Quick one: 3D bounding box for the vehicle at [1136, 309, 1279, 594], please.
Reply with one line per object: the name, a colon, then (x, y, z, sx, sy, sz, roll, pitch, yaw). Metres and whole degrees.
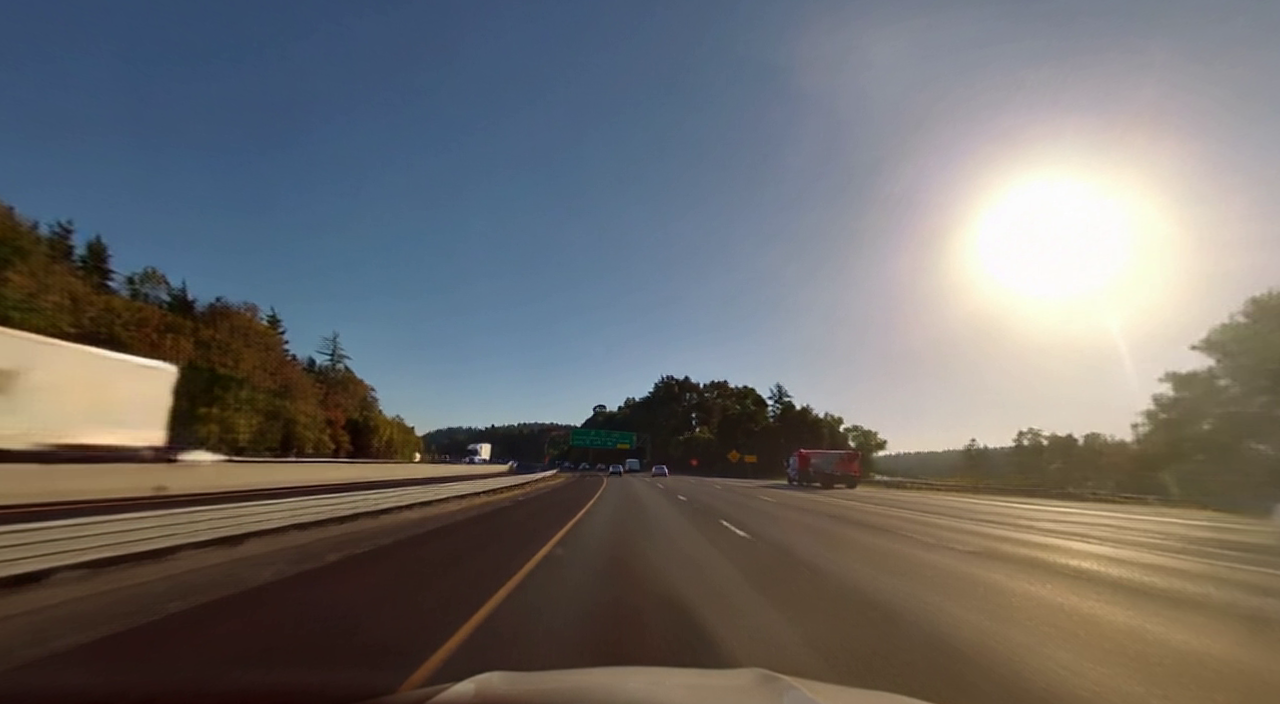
vehicle: (8.253, 0.841, 5.363, 2.616, 3.039, 6.382, 2, -10, -1)

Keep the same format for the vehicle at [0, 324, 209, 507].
vehicle: (-15.069, 1.539, 14.459, 2.812, 3.834, 10.802, 1, -10, -2)

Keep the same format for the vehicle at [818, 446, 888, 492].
vehicle: (16.310, 9.017, 48.642, 2.827, 3.120, 6.502, 5, -10, -3)
